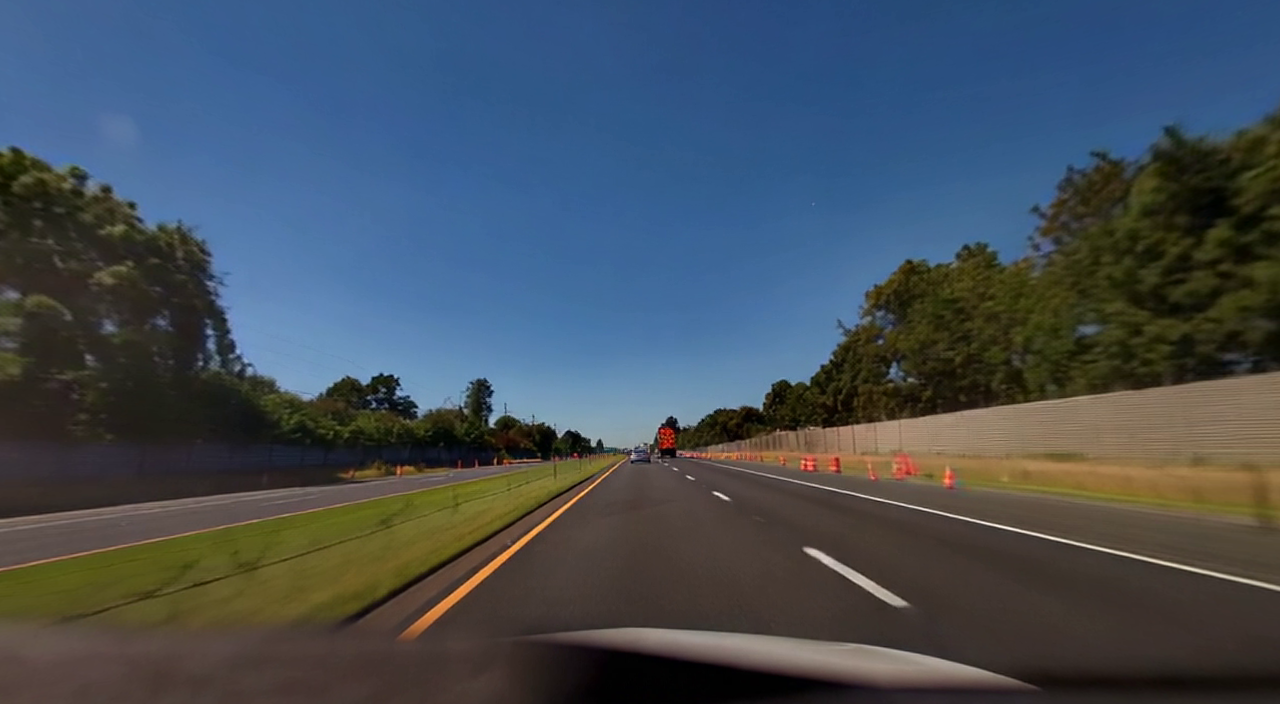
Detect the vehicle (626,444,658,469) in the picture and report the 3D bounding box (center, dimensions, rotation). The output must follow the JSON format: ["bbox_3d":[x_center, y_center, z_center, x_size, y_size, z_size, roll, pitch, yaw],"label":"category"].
[{"bbox_3d":[0.111,7.003,42.358,2.065,1.573,3.734,0,-9,0],"label":"vehicle"}]
